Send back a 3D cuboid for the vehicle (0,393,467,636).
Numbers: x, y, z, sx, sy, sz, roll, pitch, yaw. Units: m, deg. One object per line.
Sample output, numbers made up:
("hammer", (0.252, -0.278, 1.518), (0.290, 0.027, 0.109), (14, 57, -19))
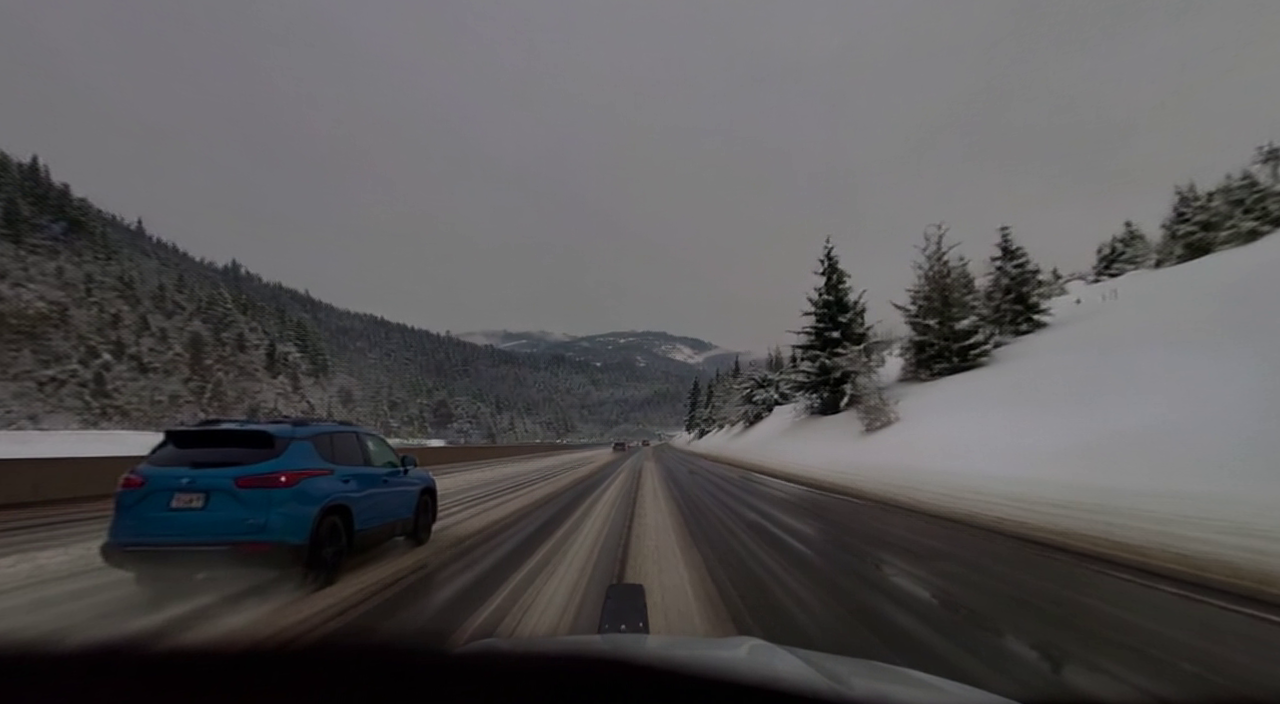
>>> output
("vehicle", (-3.439, 1.439, 6.578), (1.983, 1.663, 4.290), (0, -9, 1))
